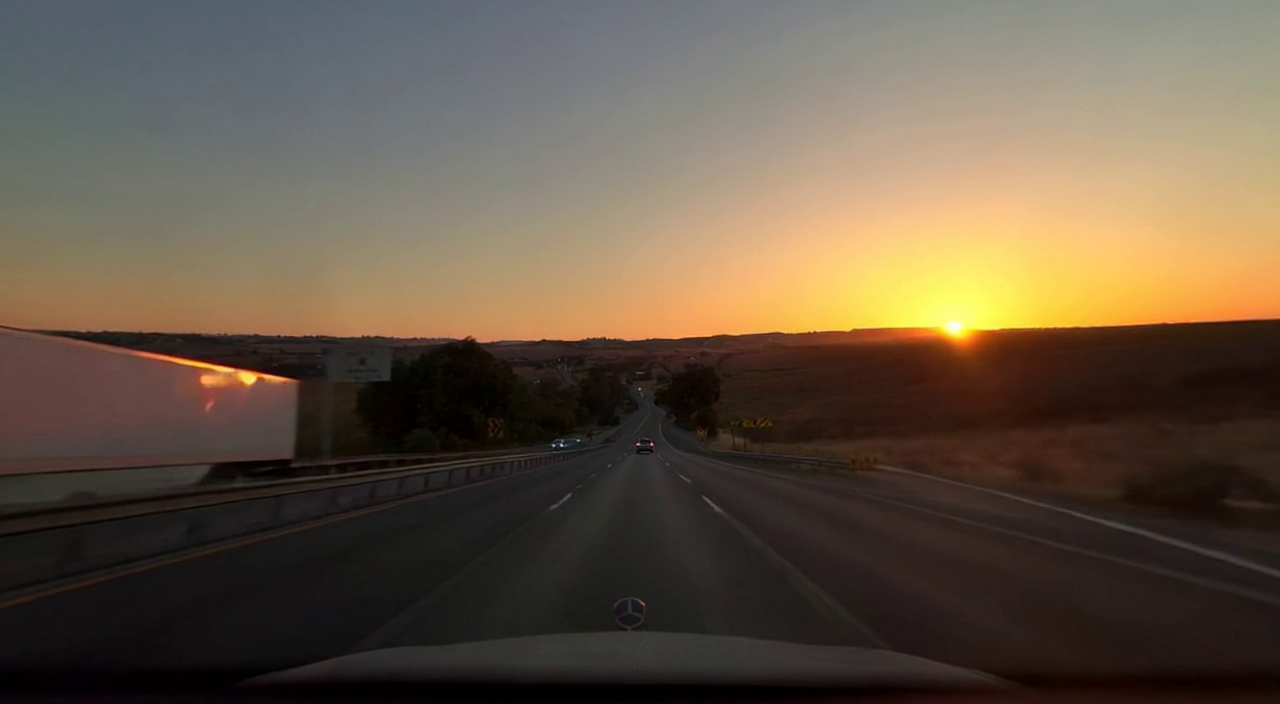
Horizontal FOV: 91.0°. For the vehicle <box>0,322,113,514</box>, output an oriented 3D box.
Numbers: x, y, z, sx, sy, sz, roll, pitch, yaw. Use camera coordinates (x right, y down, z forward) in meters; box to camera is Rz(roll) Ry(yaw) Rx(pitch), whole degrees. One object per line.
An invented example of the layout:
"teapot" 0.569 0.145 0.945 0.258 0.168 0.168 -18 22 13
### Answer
"vehicle" -15.191 0.778 9.125 2.972 4.061 14.035 0 -8 0
